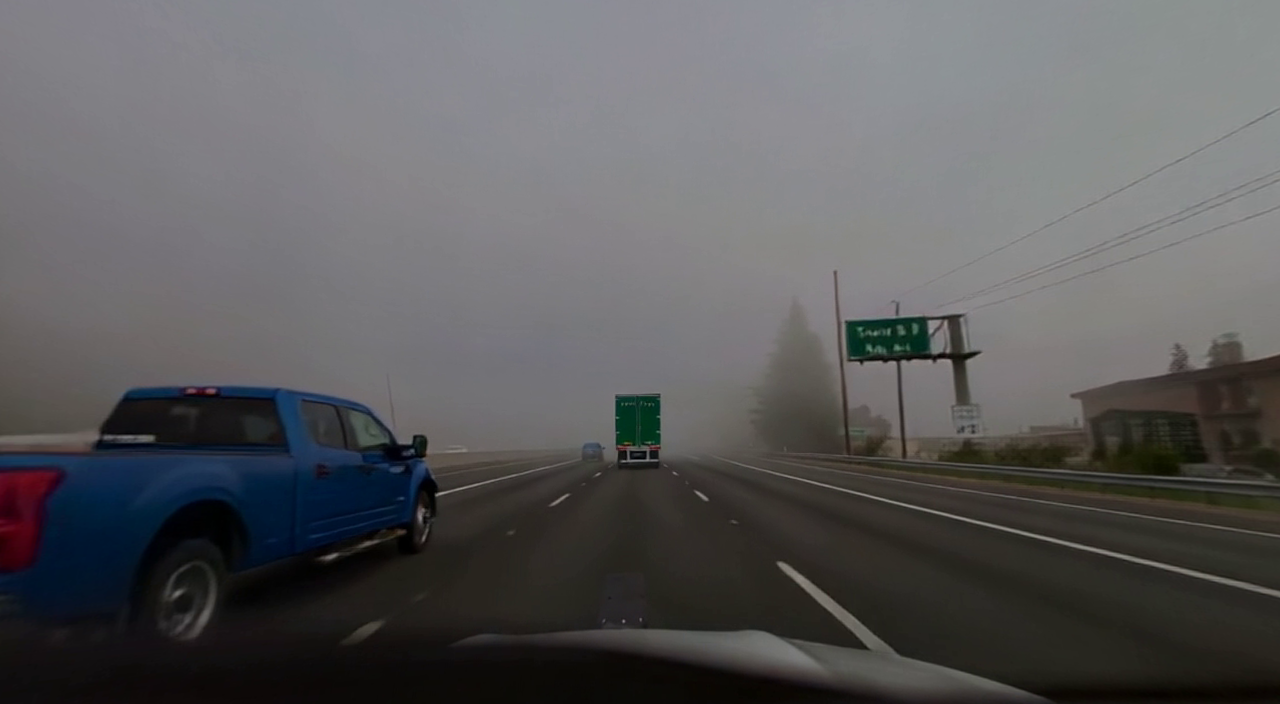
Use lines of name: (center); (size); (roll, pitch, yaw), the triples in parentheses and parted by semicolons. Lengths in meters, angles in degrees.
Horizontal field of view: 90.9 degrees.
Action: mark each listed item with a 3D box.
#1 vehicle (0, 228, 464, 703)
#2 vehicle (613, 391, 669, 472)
vehicle: (-3.718, 1.014, 4.979); (2.749, 2.141, 6.515); (0, -8, 0)
vehicle: (0.046, 5.026, 38.947); (2.879, 4.085, 13.125); (0, -8, 0)
